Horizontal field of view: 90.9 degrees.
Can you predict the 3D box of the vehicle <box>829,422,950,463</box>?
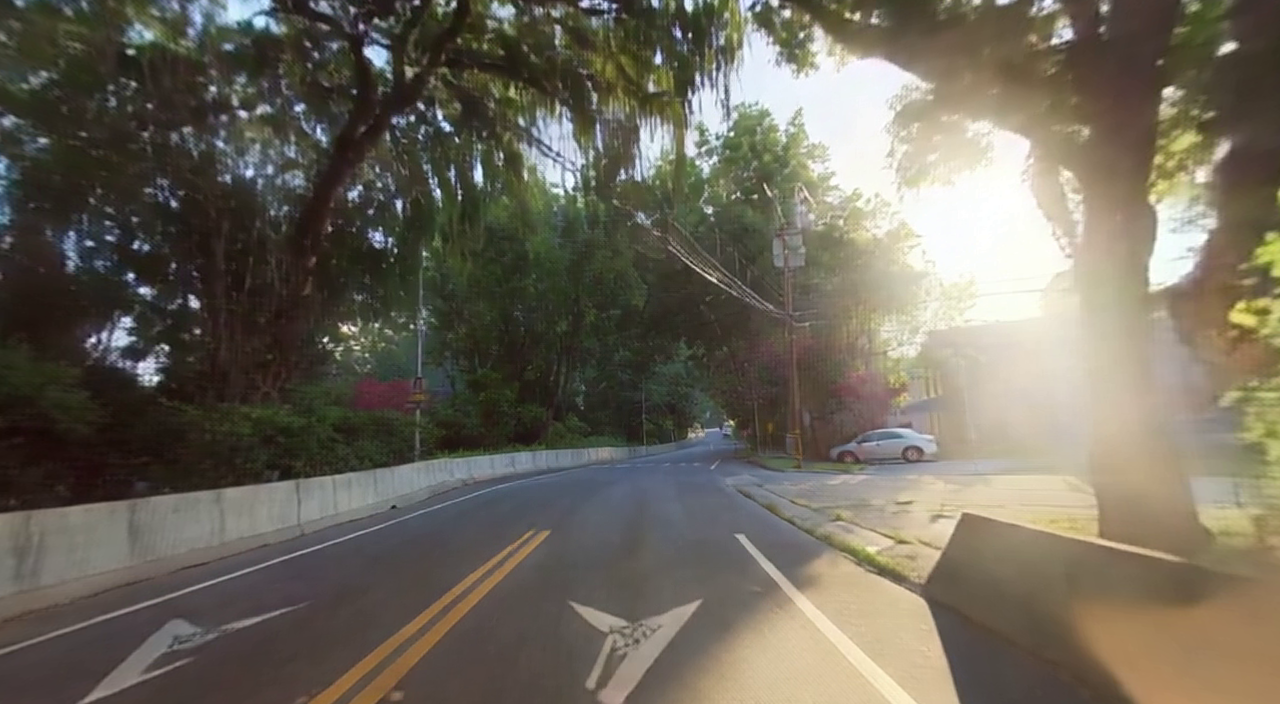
[{"bbox_3d":[11.002,4.042,28.119,4.614,1.764,1.860,-1,-8,6],"label":"vehicle"}]
